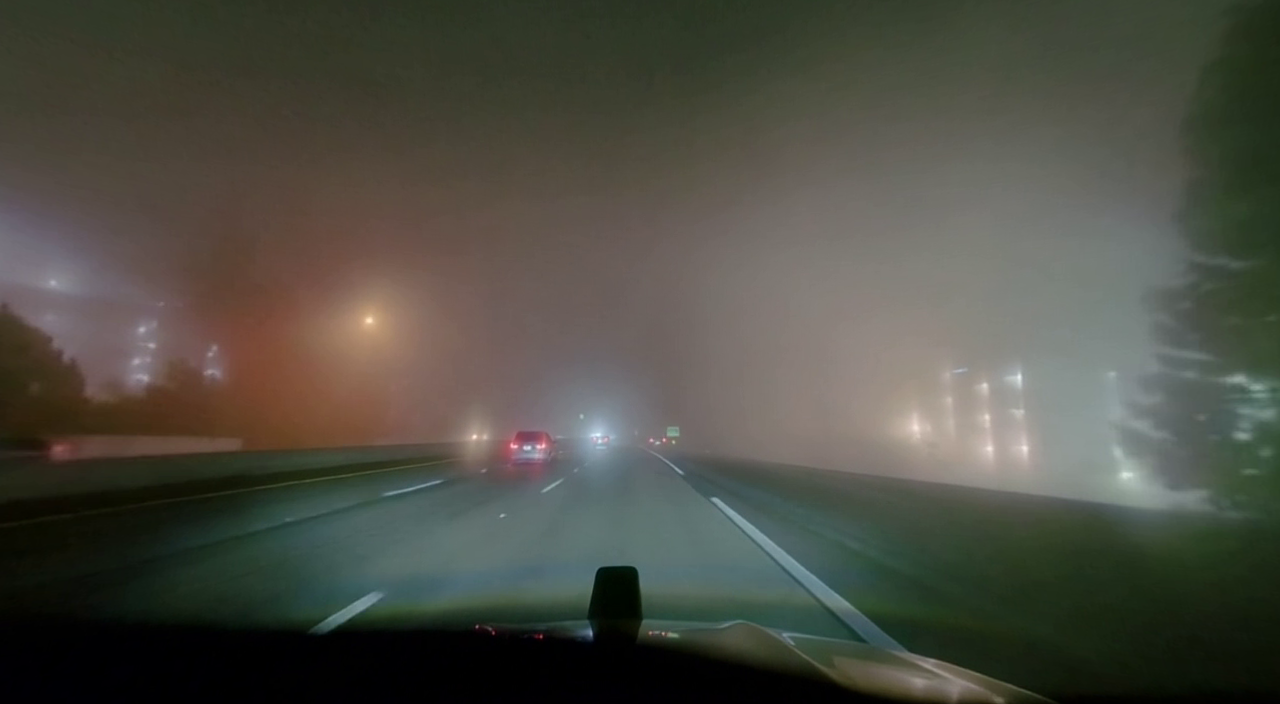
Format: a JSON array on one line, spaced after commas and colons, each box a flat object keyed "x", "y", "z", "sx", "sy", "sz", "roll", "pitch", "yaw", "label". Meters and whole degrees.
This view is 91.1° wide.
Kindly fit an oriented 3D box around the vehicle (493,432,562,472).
[{"x": -4.459, "y": 4.018, "z": 25.629, "sx": 1.996, "sy": 1.490, "sz": 4.571, "roll": 0, "pitch": -8, "yaw": 0, "label": "vehicle"}]
